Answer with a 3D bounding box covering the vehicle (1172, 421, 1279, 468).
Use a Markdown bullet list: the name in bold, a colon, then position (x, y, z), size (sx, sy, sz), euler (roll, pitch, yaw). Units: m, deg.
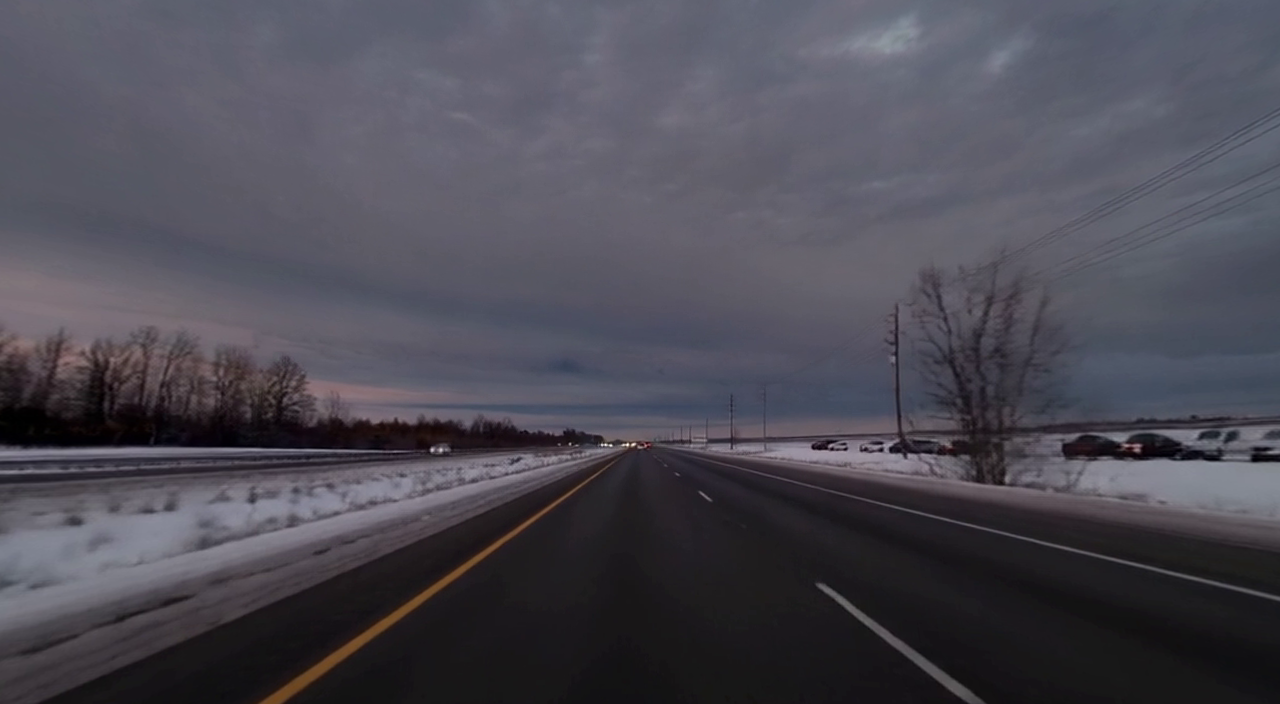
- **vehicle**: position (38.423, 5.677, 38.681), size (2.820, 2.717, 8.695), euler (1, -9, -12)
